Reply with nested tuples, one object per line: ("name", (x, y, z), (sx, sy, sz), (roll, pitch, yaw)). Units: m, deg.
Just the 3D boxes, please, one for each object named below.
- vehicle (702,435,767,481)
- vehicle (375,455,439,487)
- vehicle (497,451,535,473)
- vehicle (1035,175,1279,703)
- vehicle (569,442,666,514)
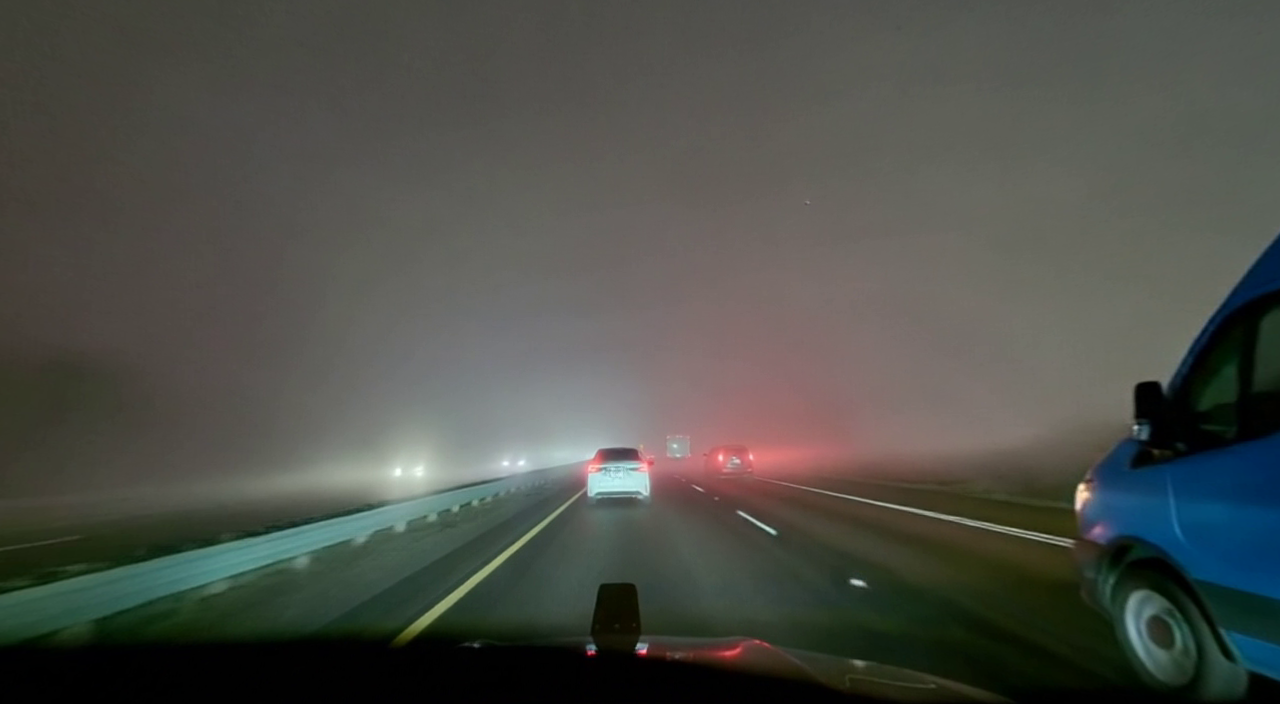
("vehicle", (4.363, 4.984, 29.716), (2.261, 1.952, 4.784), (0, -9, -1))
("vehicle", (-12.428, 6.330, 33.689), (1.823, 1.539, 4.087), (0, -9, 0))
("vehicle", (-9.063, 8.077, 46.124), (1.894, 1.505, 4.103), (0, -9, 0))
("vehicle", (3.916, 0.247, 1.192), (2.399, 2.421, 5.829), (0, -9, -1))
("vehicle", (-0.478, 2.955, 15.107), (2.029, 1.483, 3.769), (0, -9, 0))
